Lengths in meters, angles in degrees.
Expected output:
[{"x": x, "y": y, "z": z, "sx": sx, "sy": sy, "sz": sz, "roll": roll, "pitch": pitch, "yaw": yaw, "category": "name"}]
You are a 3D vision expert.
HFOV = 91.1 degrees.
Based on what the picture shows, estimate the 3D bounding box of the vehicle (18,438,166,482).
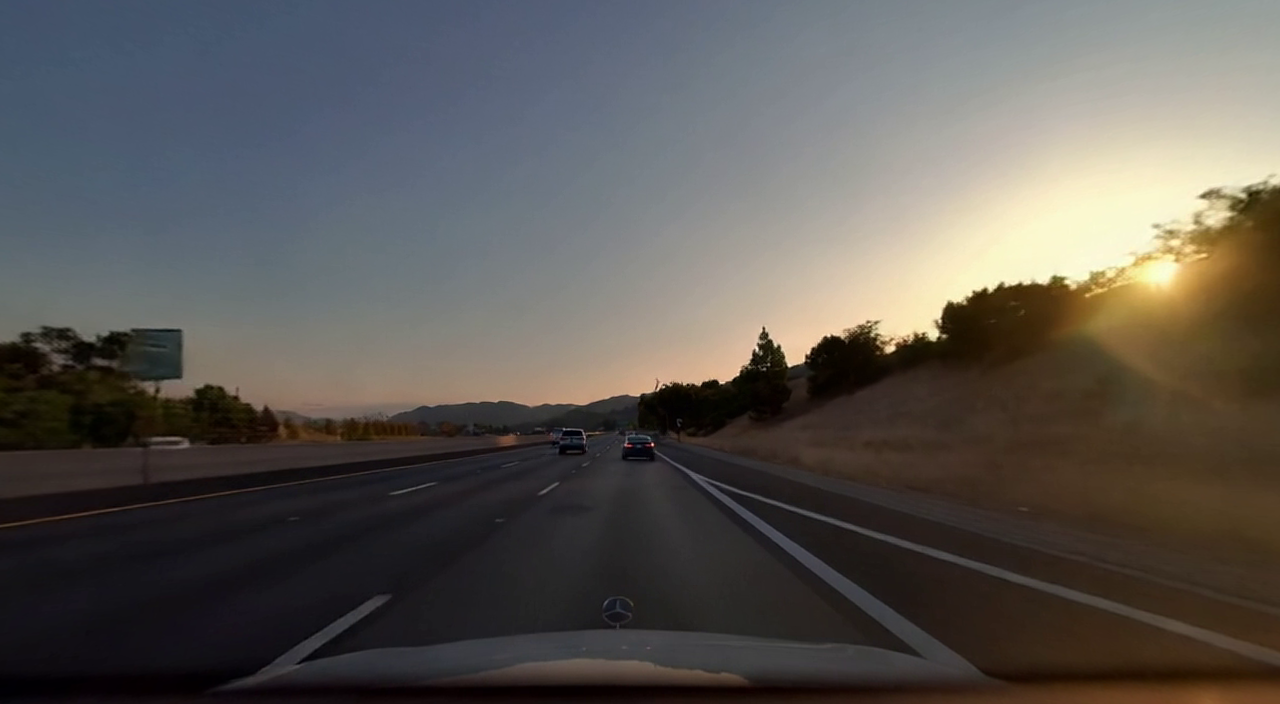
[{"x": -20.645, "y": 4.048, "z": 23.965, "sx": 1.883, "sy": 1.501, "sz": 4.155, "roll": 0, "pitch": -8, "yaw": -1, "category": "vehicle"}]

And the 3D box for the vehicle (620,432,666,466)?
[{"x": 0.083, "y": 4.530, "z": 29.539, "sx": 1.948, "sy": 1.470, "sz": 3.913, "roll": 0, "pitch": -8, "yaw": -3, "category": "vehicle"}]

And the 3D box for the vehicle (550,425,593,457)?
[{"x": -4.380, "y": 5.801, "z": 41.081, "sx": 2.251, "sy": 1.938, "sz": 4.708, "roll": 0, "pitch": -8, "yaw": 0, "category": "vehicle"}]
